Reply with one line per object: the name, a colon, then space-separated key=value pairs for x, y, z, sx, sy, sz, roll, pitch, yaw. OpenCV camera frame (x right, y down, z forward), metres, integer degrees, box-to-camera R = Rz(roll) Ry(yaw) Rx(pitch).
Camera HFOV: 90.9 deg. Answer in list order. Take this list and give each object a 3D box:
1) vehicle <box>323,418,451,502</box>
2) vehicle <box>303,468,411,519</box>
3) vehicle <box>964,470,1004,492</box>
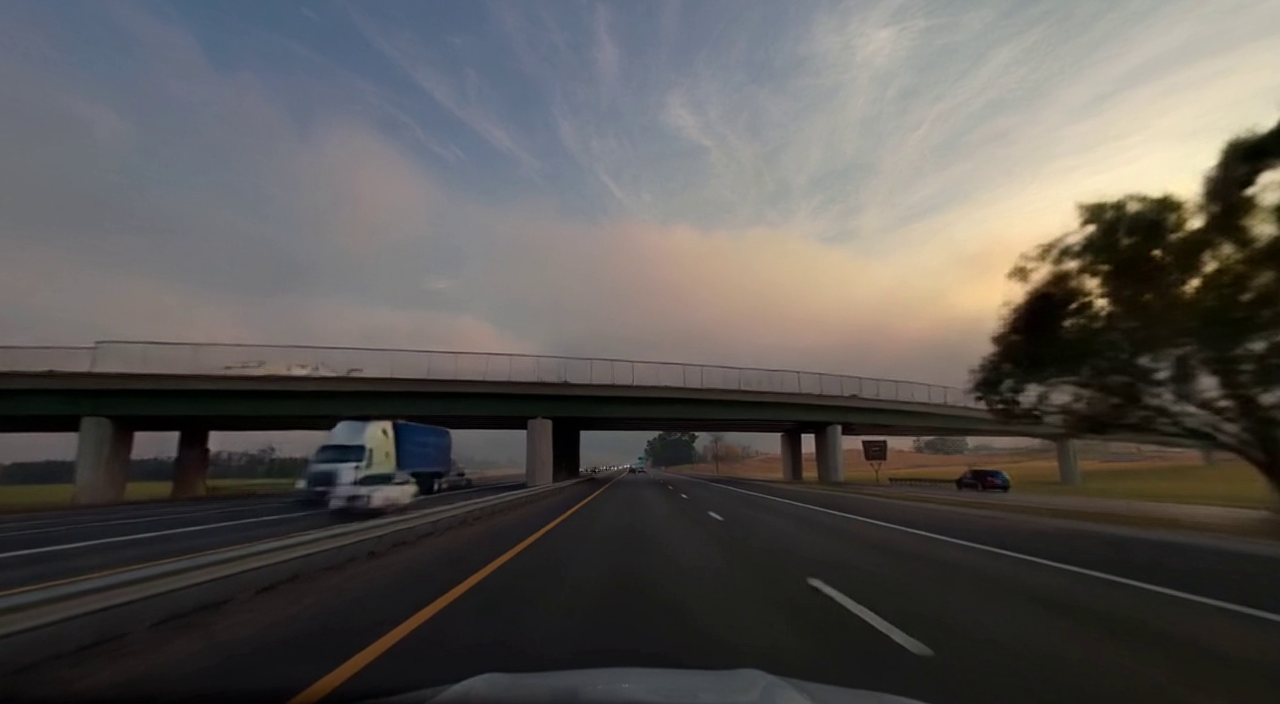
vehicle: x=-13.365 y=5.965 z=34.531 sx=2.933 sy=3.849 sz=9.640 roll=1 pitch=-10 yaw=0
vehicle: x=-8.995 y=4.503 z=20.371 sx=1.716 sy=1.429 sz=3.637 roll=1 pitch=-10 yaw=1
vehicle: x=26.902 y=10.061 z=49.357 sx=1.951 sy=1.616 sz=4.175 roll=-3 pitch=-11 yaw=18
